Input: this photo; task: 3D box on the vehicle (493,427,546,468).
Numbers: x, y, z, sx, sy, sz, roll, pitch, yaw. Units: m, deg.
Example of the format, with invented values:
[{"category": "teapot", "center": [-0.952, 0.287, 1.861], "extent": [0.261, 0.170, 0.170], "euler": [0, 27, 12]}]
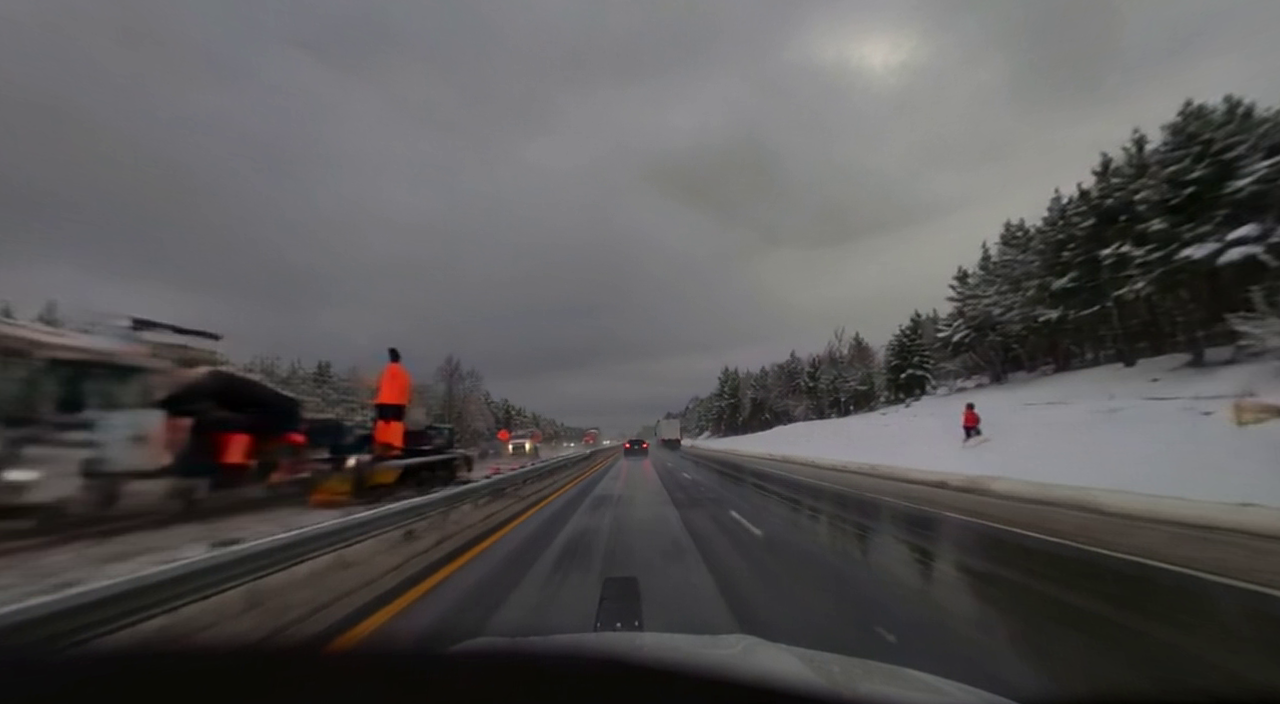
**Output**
[{"category": "vehicle", "center": [-8.155, 6.490, 43.061], "extent": [2.453, 2.460, 6.190], "euler": [-3, -8, -1]}]

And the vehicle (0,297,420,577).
[{"category": "vehicle", "center": [-8.066, 1.768, 13.063], "extent": [3.088, 3.551, 10.063], "euler": [-1, -8, 2]}]

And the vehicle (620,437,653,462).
[{"category": "vehicle", "center": [-0.269, 6.289, 40.582], "extent": [2.004, 1.472, 4.075], "euler": [0, -8, -1]}]
